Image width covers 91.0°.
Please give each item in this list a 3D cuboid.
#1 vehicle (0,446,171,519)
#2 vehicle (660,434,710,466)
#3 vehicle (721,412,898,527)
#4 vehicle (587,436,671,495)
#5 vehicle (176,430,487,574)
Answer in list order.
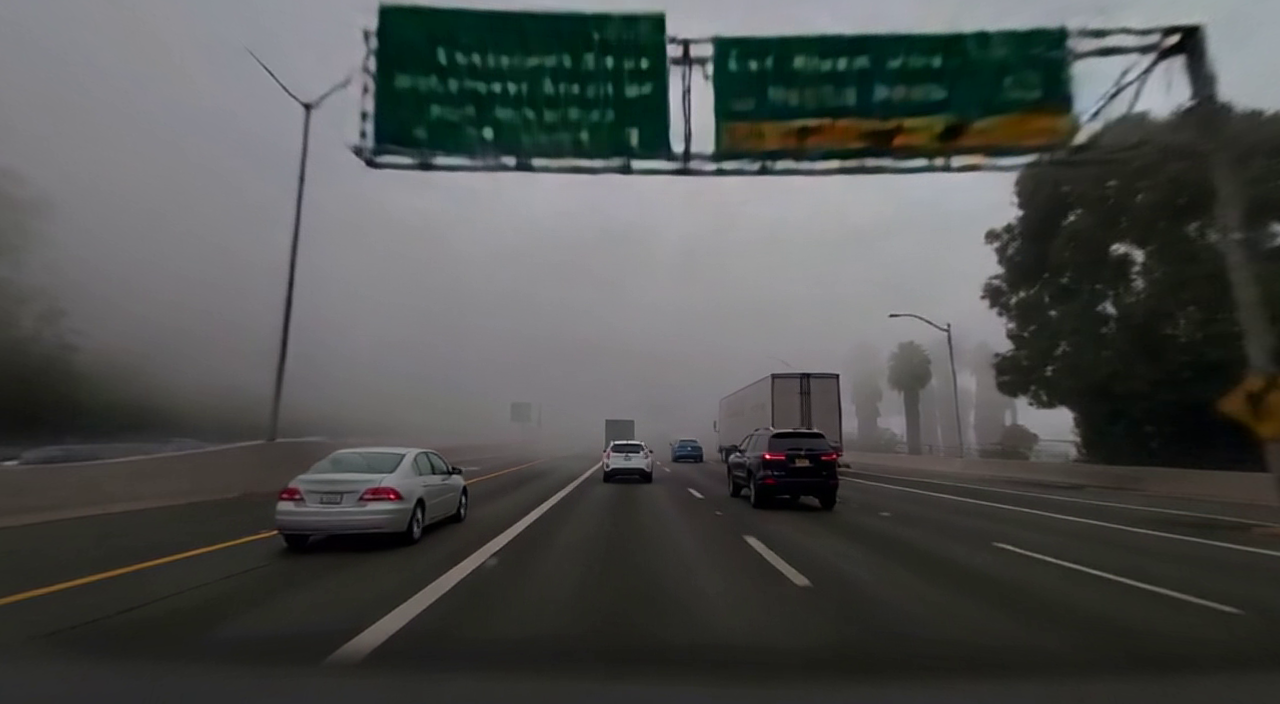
[{"bbox_3d":[-14.393,3.102,15.548,2.196,1.493,4.475,0,-8,-1],"label":"vehicle"},{"bbox_3d":[2.666,6.049,38.960,2.476,1.843,5.652,0,-8,-2],"label":"vehicle"},{"bbox_3d":[3.079,2.255,12.658,2.173,1.870,4.499,0,-8,-2],"label":"vehicle"},{"bbox_3d":[-0.304,3.168,17.917,2.136,1.470,3.971,0,-8,-1],"label":"vehicle"},{"bbox_3d":[-3.655,1.836,8.606,1.998,1.423,4.436,0,-8,0],"label":"vehicle"}]
